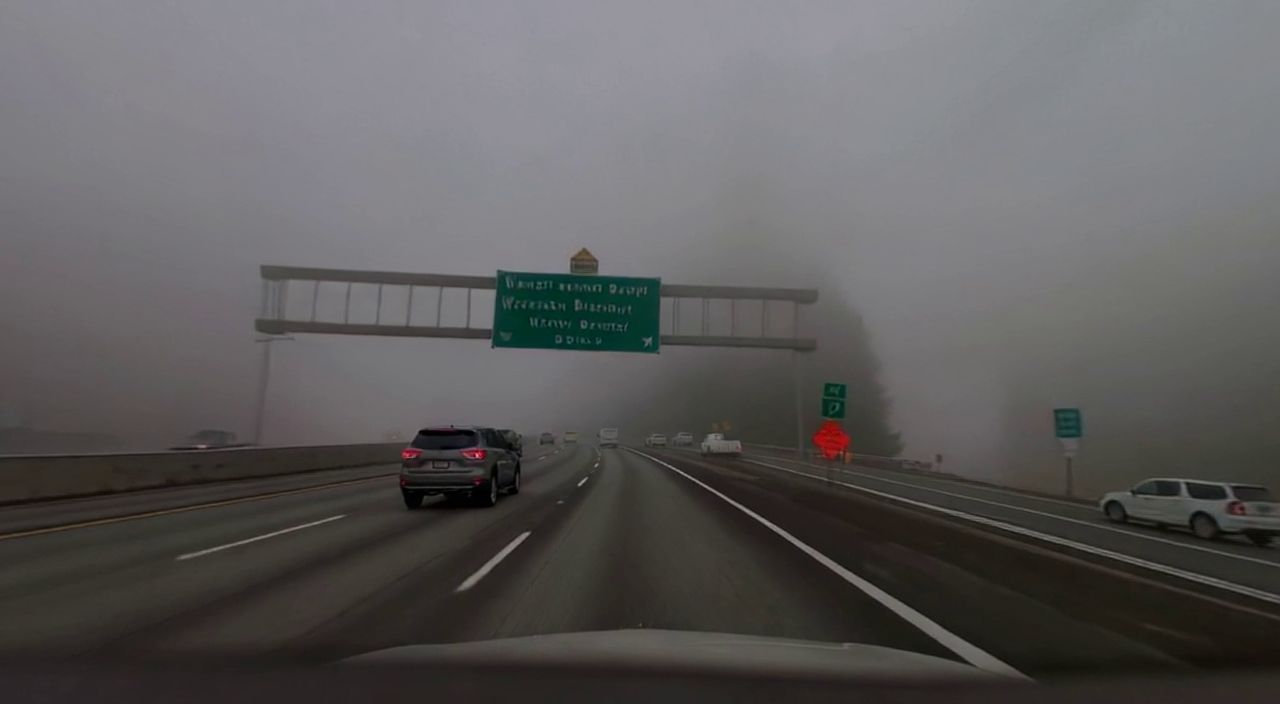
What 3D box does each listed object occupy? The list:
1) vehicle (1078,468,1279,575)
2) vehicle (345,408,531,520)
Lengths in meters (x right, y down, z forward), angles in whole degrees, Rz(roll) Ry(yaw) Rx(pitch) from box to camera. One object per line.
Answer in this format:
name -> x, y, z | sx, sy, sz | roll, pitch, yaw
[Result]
vehicle -> 14.120, 3.989, 15.567 | 2.179, 1.976, 5.545 | 1, -8, -5
vehicle -> -3.730, 2.182, 12.763 | 2.142, 1.789, 5.009 | 0, -8, 0
